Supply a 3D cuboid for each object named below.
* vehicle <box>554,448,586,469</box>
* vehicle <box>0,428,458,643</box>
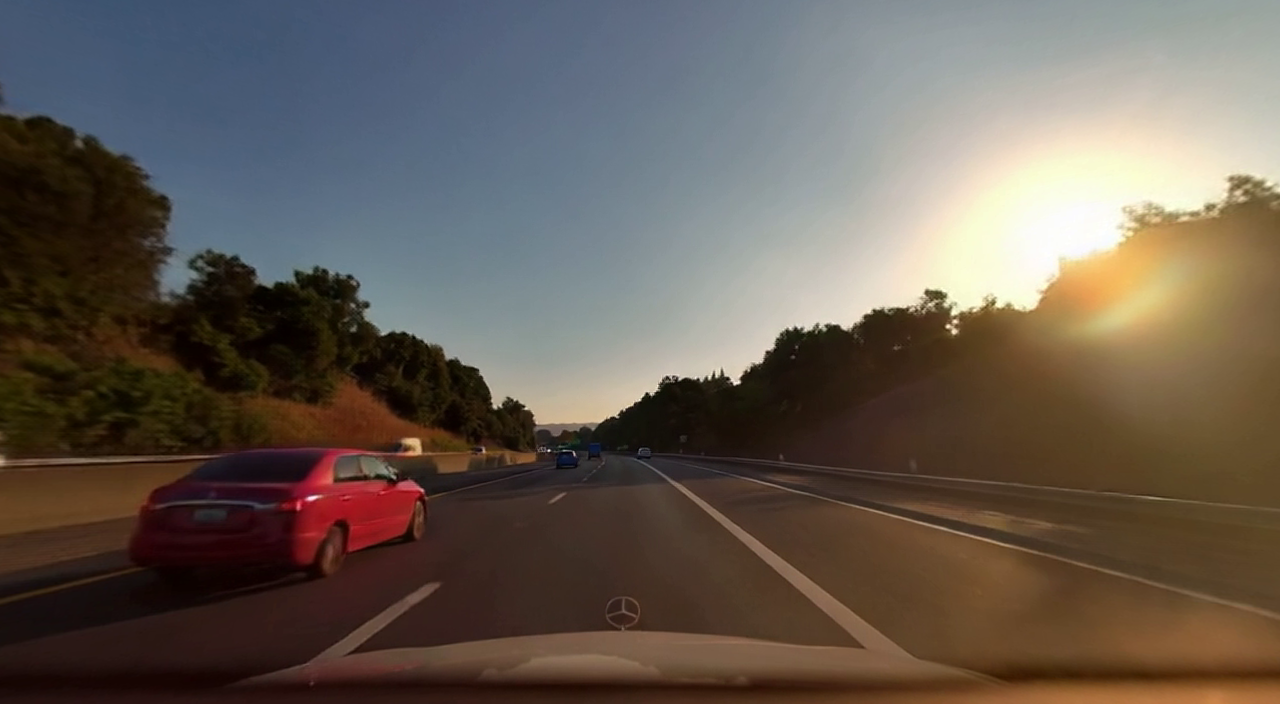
[{"bbox_3d":[-5.168,7.902,47.026,2.049,1.521,4.366,0,-9,-2],"label":"vehicle"},{"bbox_3d":[-3.738,1.673,7.004,1.957,1.499,4.965,0,-9,0],"label":"vehicle"}]
